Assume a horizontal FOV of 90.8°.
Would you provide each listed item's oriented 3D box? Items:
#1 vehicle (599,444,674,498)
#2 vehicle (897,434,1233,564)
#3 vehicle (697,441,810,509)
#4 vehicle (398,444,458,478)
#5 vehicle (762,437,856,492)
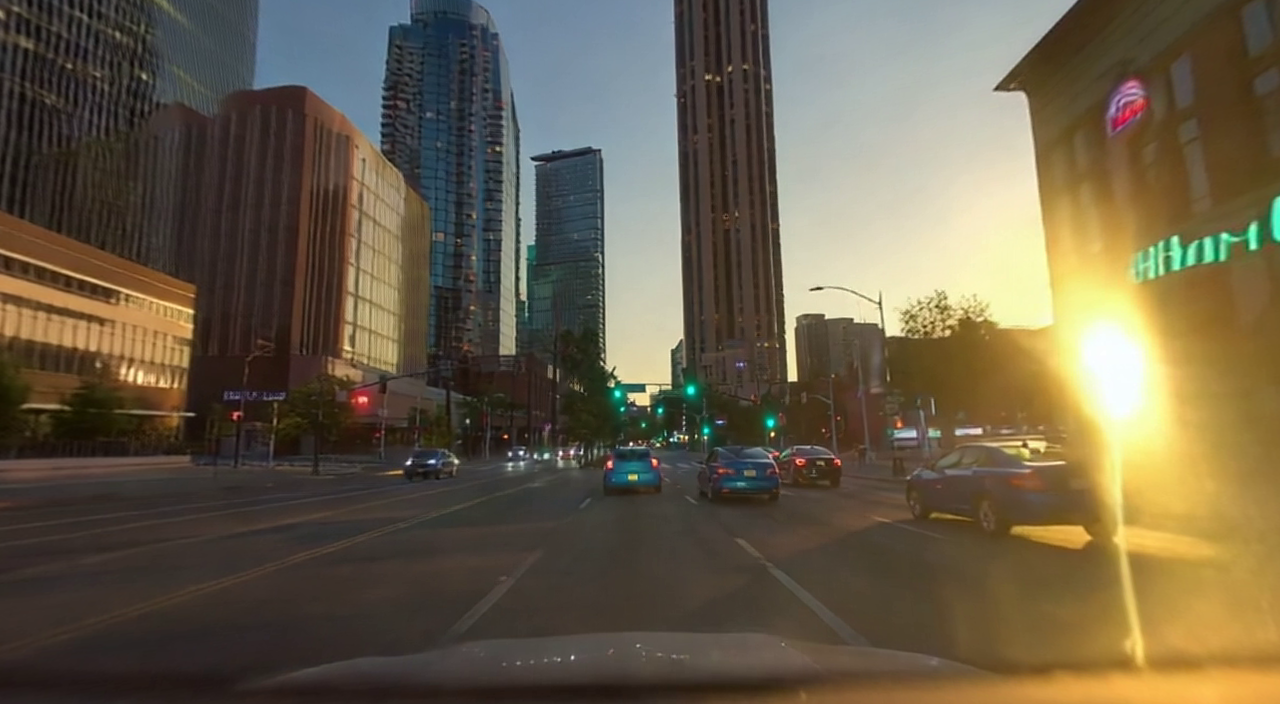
[{"bbox_3d":[-0.155,3.669,19.926,2.096,1.457,4.160,-1,-9,-1],"label":"vehicle"},{"bbox_3d":[6.016,2.096,9.874,1.914,1.484,4.639,-1,-9,-2],"label":"vehicle"},{"bbox_3d":[2.758,3.104,16.489,1.987,1.484,4.427,-1,-9,-2],"label":"vehicle"},{"bbox_3d":[-12.252,6.308,36.887,1.861,1.780,4.814,-1,-9,0],"label":"vehicle"},{"bbox_3d":[6.008,4.048,23.104,2.015,1.745,4.444,-1,-9,-2],"label":"vehicle"}]
